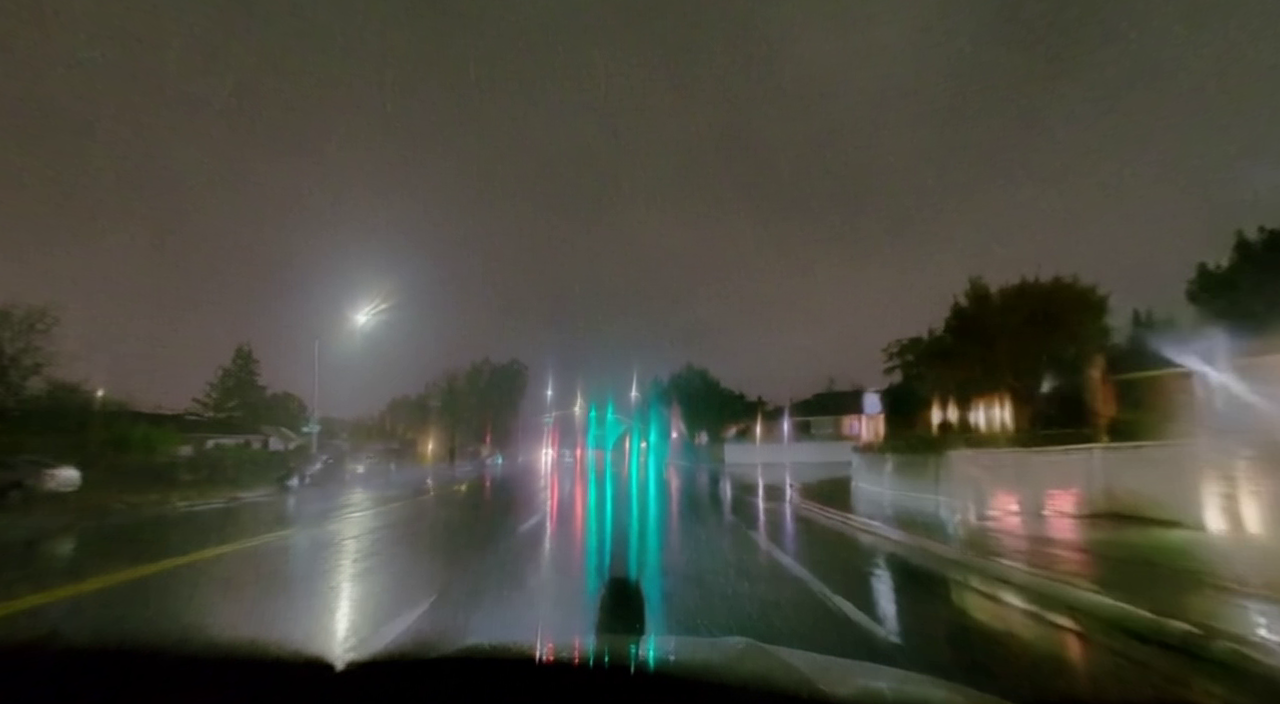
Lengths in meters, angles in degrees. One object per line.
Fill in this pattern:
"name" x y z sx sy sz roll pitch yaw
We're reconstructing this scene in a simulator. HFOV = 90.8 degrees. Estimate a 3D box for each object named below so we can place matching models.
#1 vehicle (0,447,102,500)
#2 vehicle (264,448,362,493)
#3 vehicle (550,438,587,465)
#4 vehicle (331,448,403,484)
"vehicle" -22.230 4.226 22.188 4.887 1.711 2.014 -1 -8 3
"vehicle" -14.413 5.194 28.201 1.966 1.760 4.604 0 -8 -1
"vehicle" -4.790 6.726 42.886 2.135 1.731 4.232 0 -8 -1
"vehicle" -14.511 6.038 33.894 1.968 1.727 4.548 0 -8 -2
